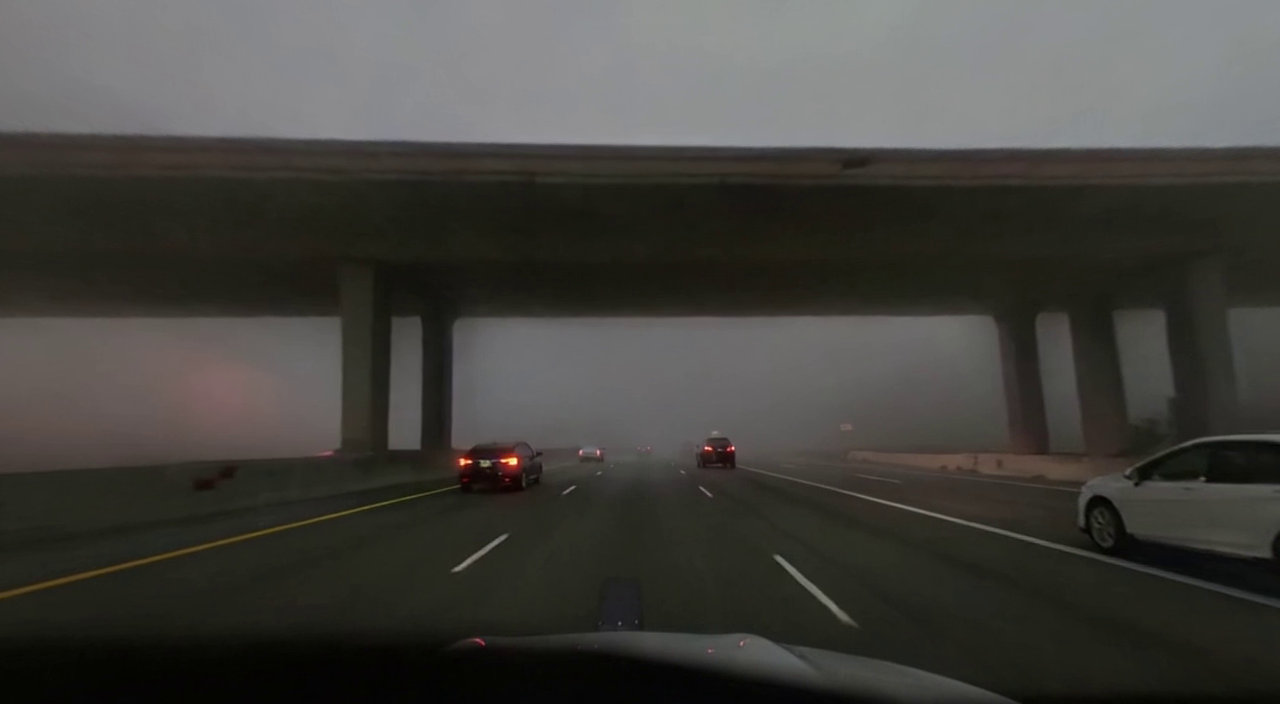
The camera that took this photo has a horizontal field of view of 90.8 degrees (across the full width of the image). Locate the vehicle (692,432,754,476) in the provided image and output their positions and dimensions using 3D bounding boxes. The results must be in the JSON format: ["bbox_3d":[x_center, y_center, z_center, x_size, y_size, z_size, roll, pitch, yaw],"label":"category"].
[{"bbox_3d":[3.503,4.411,27.460,2.072,1.761,4.242,0,-8,-1],"label":"vehicle"}]

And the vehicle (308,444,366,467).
[{"bbox_3d":[-20.711,7.098,43.319,1.938,1.474,4.445,0,-8,-3],"label":"vehicle"}]

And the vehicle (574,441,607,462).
[{"bbox_3d":[-3.626,7.398,47.177,2.047,1.464,4.387,0,-8,1],"label":"vehicle"}]

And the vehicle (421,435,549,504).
[{"bbox_3d":[-3.743,2.926,16.220,1.997,1.476,4.703,0,-8,1],"label":"vehicle"}]

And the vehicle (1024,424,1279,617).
[{"bbox_3d":[5.970,1.470,6.012,1.989,1.472,4.322,0,-8,2],"label":"vehicle"}]
